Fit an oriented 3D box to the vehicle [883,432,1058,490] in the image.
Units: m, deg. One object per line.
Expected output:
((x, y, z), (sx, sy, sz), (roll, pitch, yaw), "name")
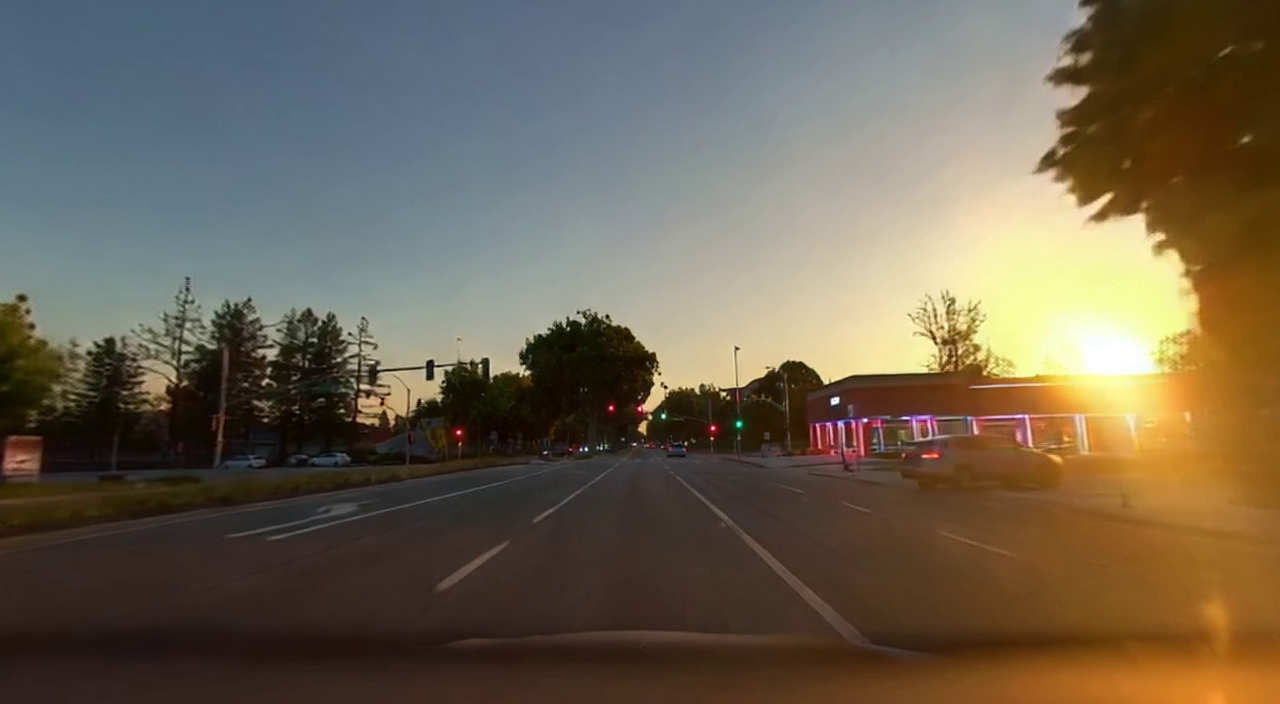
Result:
((9.527, 3.167, 18.449), (4.007, 1.591, 1.915), (-1, -8, 3), "vehicle")
